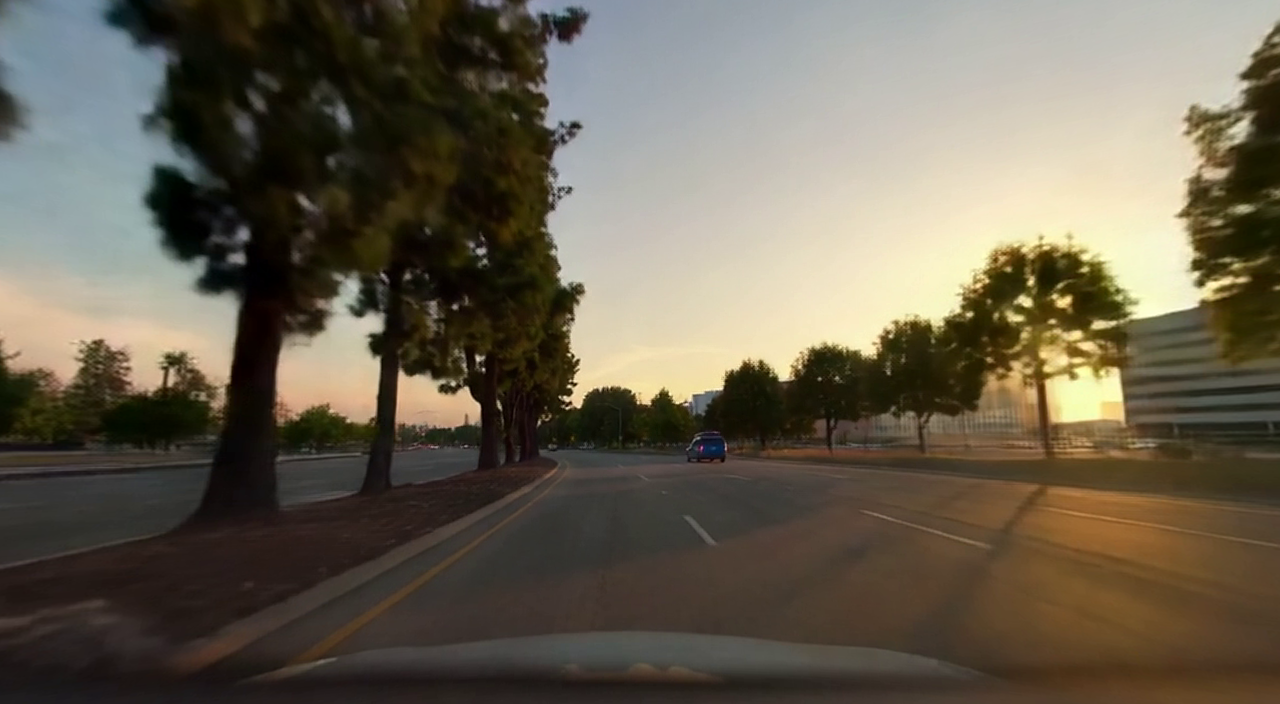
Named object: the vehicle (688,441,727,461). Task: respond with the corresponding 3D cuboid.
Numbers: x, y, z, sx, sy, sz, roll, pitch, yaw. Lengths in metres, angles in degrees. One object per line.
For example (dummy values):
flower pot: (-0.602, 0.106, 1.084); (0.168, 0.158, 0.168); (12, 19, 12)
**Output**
vehicle: (5.288, 7.844, 49.897); (1.908, 1.483, 4.474); (1, -9, -9)
